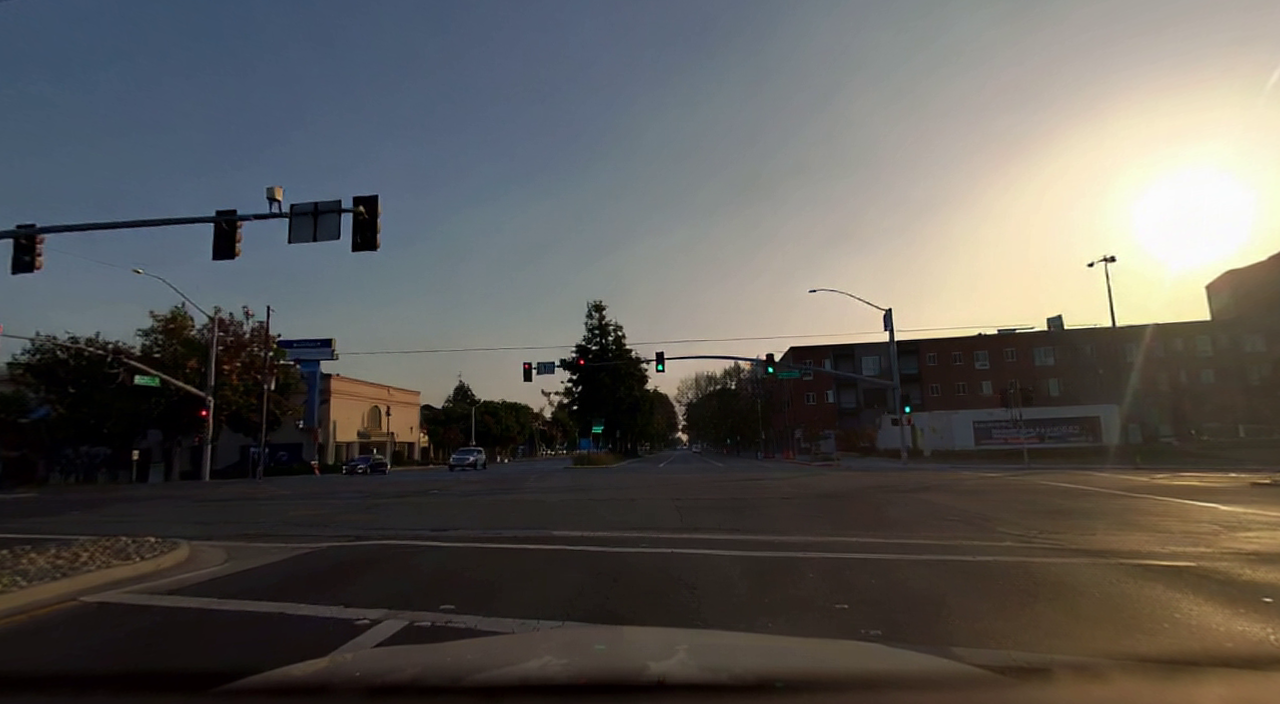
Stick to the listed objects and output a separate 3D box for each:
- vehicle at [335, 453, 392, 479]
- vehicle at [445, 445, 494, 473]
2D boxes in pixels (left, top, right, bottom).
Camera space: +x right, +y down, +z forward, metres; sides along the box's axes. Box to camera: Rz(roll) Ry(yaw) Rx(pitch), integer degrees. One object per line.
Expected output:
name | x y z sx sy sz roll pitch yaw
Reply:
vehicle | -18.858 7.752 43.255 1.933 1.664 4.255 0 -9 1
vehicle | -12.162 7.665 45.432 2.151 1.847 4.634 0 -9 0
